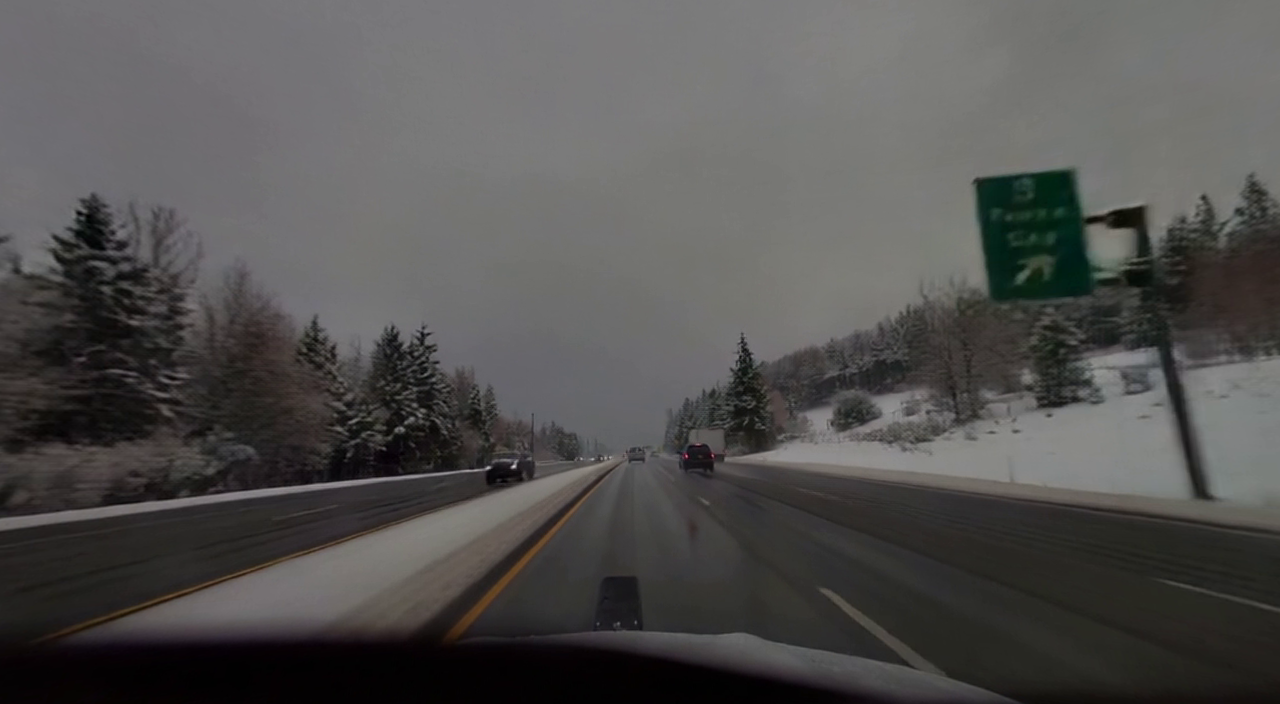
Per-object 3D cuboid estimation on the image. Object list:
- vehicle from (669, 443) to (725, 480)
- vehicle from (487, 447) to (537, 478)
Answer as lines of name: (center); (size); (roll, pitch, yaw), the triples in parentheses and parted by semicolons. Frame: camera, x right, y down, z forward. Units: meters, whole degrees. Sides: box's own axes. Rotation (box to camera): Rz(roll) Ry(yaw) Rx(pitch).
vehicle: (2.668, 5.284, 30.624); (2.123, 1.620, 4.959); (0, -9, -1)
vehicle: (-7.621, 6.591, 37.784); (2.078, 1.677, 4.402); (0, -9, 0)
